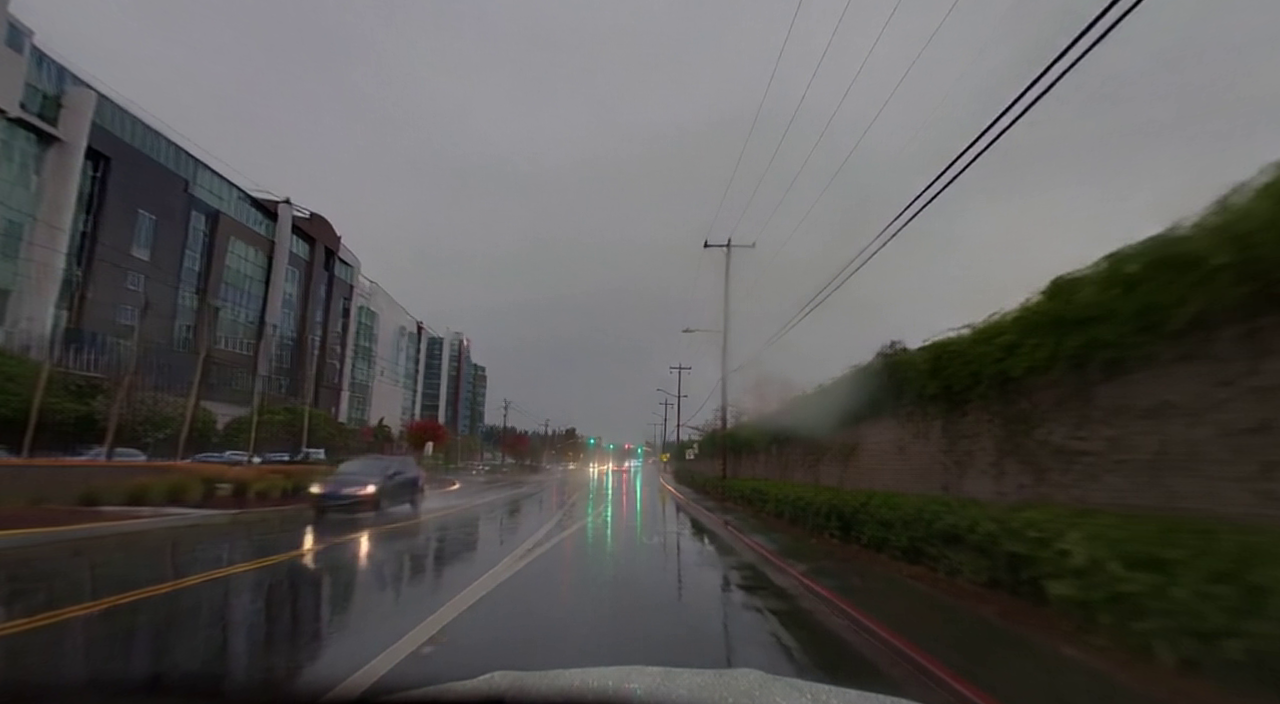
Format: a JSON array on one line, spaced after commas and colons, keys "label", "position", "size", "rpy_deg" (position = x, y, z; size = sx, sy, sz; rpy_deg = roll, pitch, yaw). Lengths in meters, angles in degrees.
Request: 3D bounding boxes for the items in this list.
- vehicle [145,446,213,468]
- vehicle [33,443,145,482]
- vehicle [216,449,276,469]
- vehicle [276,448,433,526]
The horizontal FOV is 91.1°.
[{"label": "vehicle", "position": [-32.684, 7.453, 44.527], "size": [3.977, 1.439, 1.775], "rpy_deg": [-3, -11, 20]}, {"label": "vehicle", "position": [-26.152, 5.246, 29.822], "size": [4.630, 1.710, 2.035], "rpy_deg": [-4, -11, 23]}, {"label": "vehicle", "position": [-30.851, 8.405, 49.174], "size": [3.795, 1.474, 1.828], "rpy_deg": [-3, -11, 18]}, {"label": "vehicle", "position": [-6.376, 3.075, 14.569], "size": [1.922, 1.540, 3.771], "rpy_deg": [1, -11, -2]}]
